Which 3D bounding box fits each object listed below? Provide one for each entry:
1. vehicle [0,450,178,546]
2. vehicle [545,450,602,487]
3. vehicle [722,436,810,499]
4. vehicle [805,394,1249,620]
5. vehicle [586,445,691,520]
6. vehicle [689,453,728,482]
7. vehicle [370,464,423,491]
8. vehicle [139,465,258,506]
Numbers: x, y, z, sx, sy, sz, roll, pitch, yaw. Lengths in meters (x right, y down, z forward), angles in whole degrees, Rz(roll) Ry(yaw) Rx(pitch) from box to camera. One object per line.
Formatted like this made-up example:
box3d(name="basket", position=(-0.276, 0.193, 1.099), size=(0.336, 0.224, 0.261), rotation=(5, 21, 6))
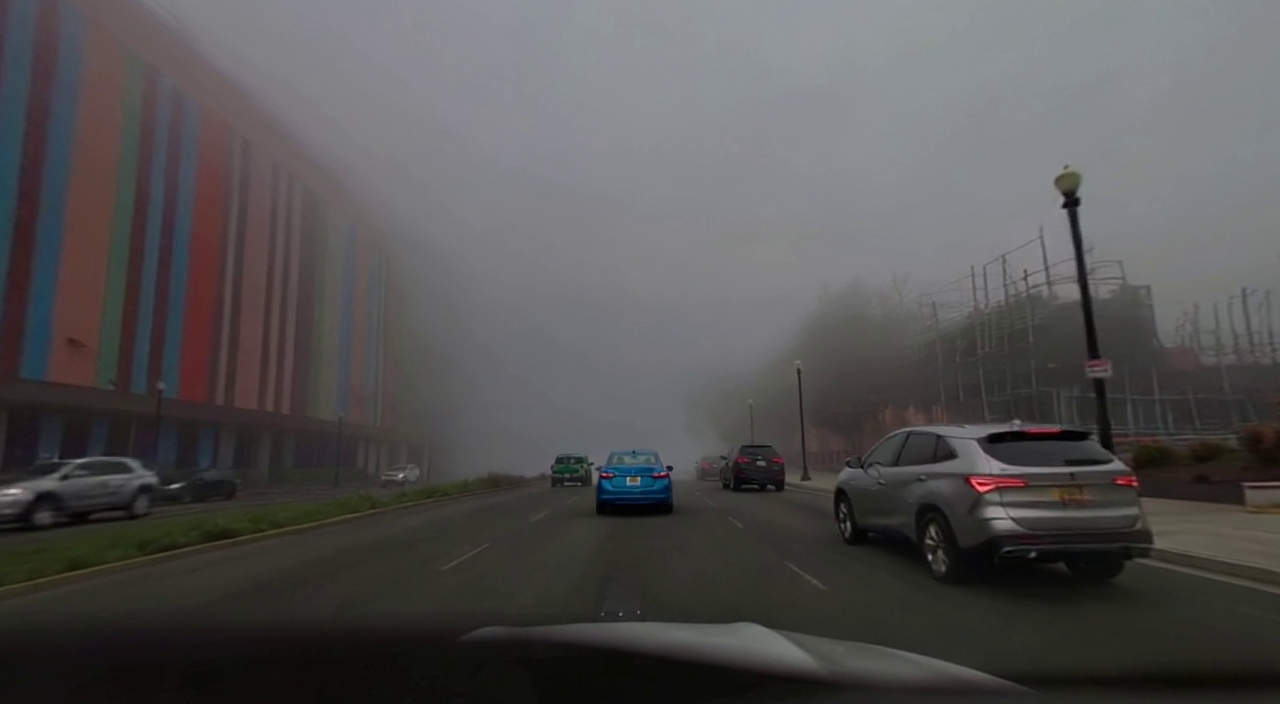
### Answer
box3d(name="vehicle", position=(-12.896, 3.018, 13.662), size=(2.202, 1.714, 4.509), rotation=(-1, -8, 3))
box3d(name="vehicle", position=(-3.237, 5.743, 31.500), size=(2.201, 1.691, 4.305), rotation=(-1, -8, 2))
box3d(name="vehicle", position=(4.181, 3.916, 21.893), size=(2.124, 1.896, 4.914), rotation=(0, -8, 1))
box3d(name="vehicle", position=(3.754, 1.607, 7.599), size=(2.185, 1.797, 4.934), rotation=(0, -8, 0))
box3d(name="vehicle", position=(0.016, 2.987, 15.058), size=(2.131, 1.496, 4.193), rotation=(0, -8, 1))
box3d(name="vehicle", position=(4.313, 7.316, 40.175), size=(2.115, 1.636, 4.104), rotation=(0, -8, 2))
box3d(name="vehicle", position=(-18.297, 9.436, 47.727), size=(2.021, 1.740, 4.444), rotation=(-1, -8, 3))
box3d(name="vehicle", position=(-19.359, 5.827, 27.967), size=(1.851, 1.488, 4.554), rotation=(-1, -8, 2))
